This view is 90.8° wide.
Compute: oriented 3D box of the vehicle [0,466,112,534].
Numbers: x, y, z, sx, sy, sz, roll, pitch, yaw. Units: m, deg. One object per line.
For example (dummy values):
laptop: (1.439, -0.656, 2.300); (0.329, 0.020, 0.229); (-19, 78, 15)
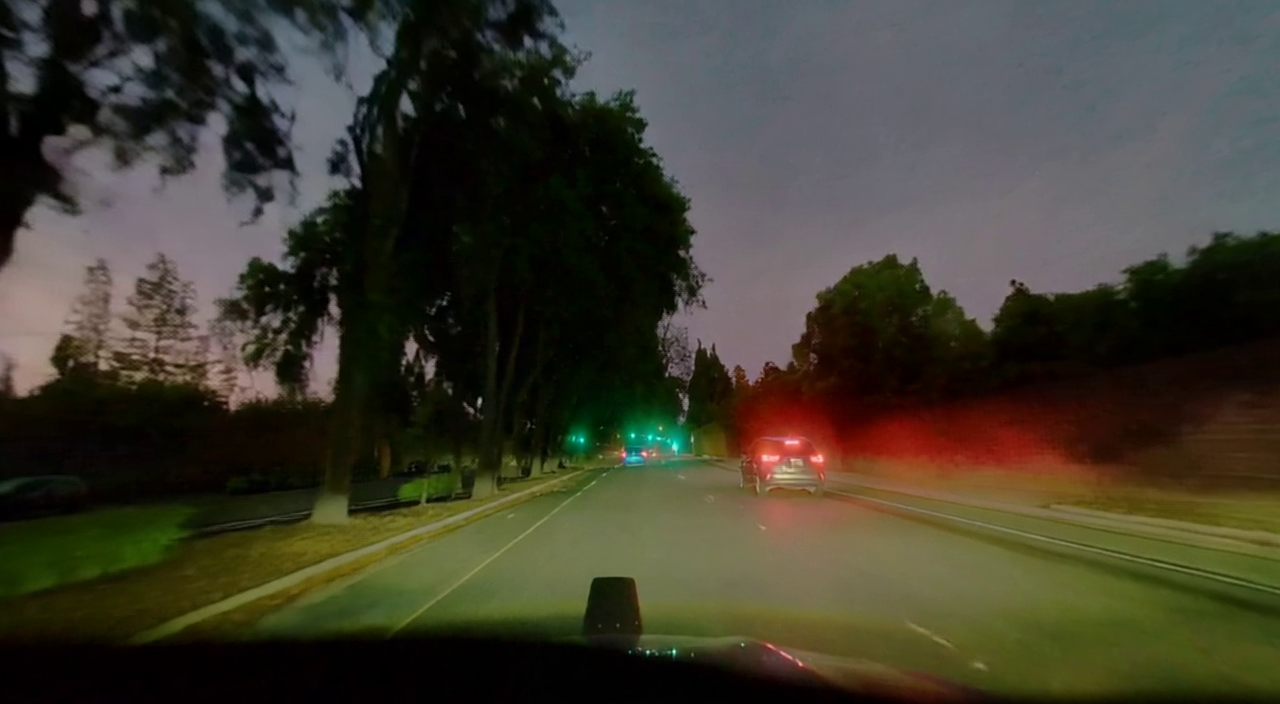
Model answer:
vehicle: (-17.246, 3.981, 17.150); (2.012, 1.597, 4.366); (-1, -8, 0)

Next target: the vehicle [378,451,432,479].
vehicle: (-17.495, 8.414, 47.278); (2.352, 1.857, 4.893); (-4, -9, -1)

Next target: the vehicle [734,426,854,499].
vehicle: (4.097, 3.030, 17.714); (2.155, 1.752, 4.456); (0, -8, -1)

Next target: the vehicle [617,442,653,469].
vehicle: (-0.341, 7.265, 44.432); (2.391, 1.739, 3.837); (-1, -8, 0)

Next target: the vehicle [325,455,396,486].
vehicle: (-17.316, 7.317, 39.438); (2.184, 1.697, 4.826); (-1, -8, 0)
